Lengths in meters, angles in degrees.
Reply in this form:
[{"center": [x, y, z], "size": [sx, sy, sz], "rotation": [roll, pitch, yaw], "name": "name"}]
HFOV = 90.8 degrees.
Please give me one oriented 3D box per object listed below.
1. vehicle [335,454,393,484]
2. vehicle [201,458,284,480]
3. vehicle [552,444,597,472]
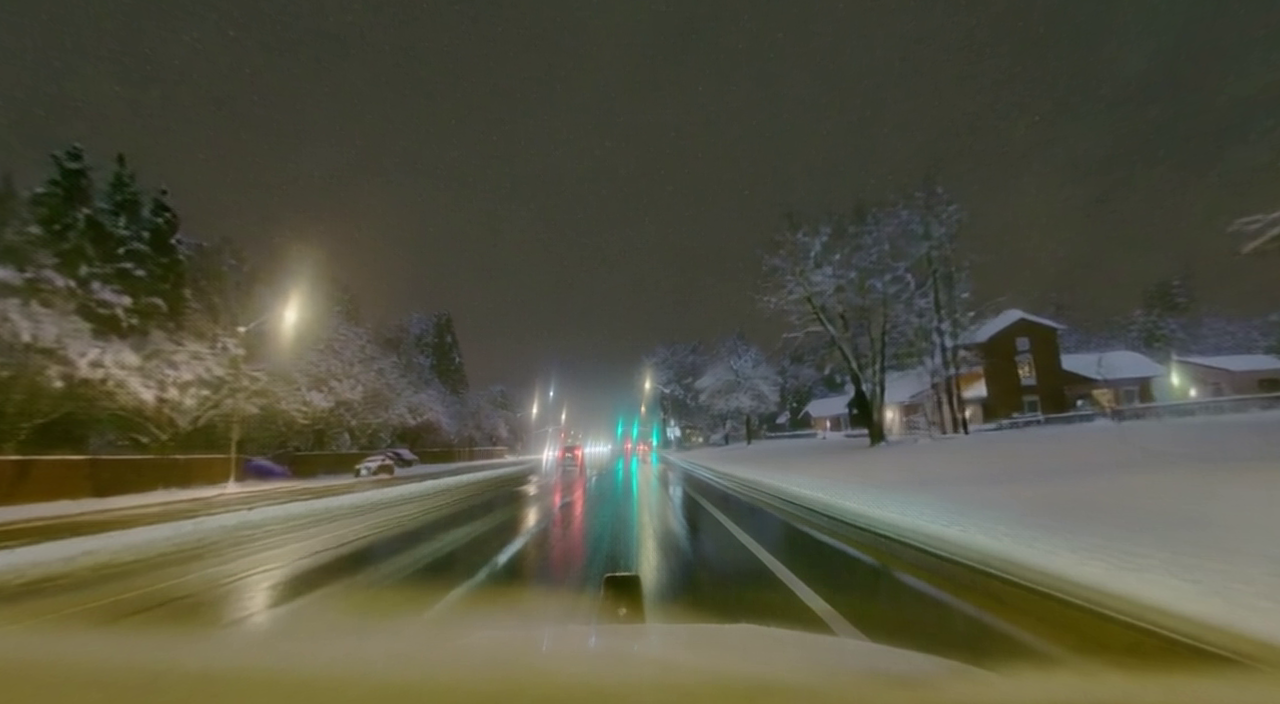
[{"center": [-17.733, 7.494, 40.790], "size": [1.900, 1.474, 4.431], "rotation": [-5, -7, -2], "name": "vehicle"}, {"center": [-28.954, 8.494, 46.122], "size": [4.612, 1.454, 2.016], "rotation": [1, -8, -8], "name": "vehicle"}, {"center": [-3.487, 5.745, 34.480], "size": [1.992, 1.447, 4.044], "rotation": [0, -8, 0], "name": "vehicle"}]
